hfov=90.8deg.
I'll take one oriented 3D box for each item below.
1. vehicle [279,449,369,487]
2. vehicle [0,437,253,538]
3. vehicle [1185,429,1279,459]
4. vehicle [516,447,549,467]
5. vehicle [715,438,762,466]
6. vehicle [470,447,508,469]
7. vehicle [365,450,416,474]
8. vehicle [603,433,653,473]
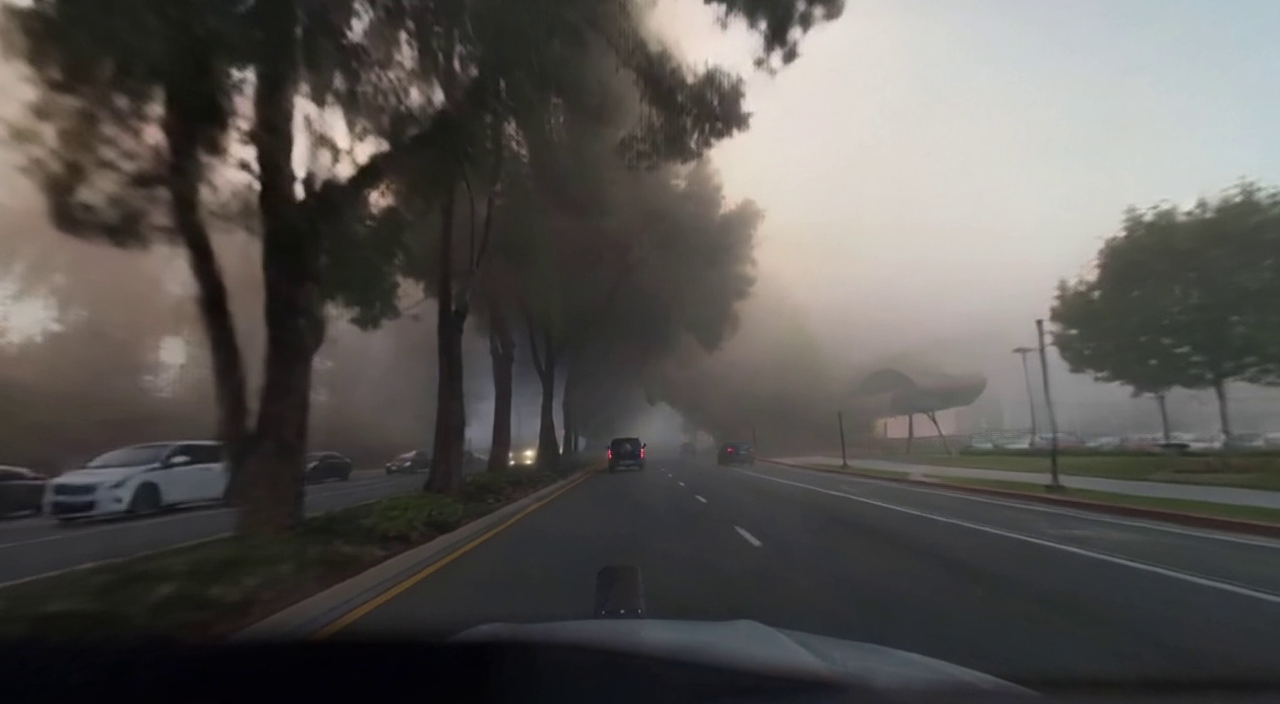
[{"bbox_3d":[-14.800,5.418,29.923,1.950,1.655,4.395,0,-9,0],"label":"vehicle"},{"bbox_3d":[-11.538,2.947,14.676,2.082,1.824,4.840,-2,-7,-1],"label":"vehicle"},{"bbox_3d":[31.542,4.794,33.005,1.743,1.445,4.495,1,-9,-9],"label":"vehicle"},{"bbox_3d":[-8.285,8.120,49.102,1.964,1.478,4.368,0,-9,-2],"label":"vehicle"},{"bbox_3d":[6.764,6.954,44.047,2.364,1.781,4.854,0,-9,-2],"label":"vehicle"},{"bbox_3d":[-11.526,8.089,48.518,1.904,1.622,4.225,0,-9,0],"label":"vehicle"},{"bbox_3d":[-18.710,8.247,47.580,1.980,1.712,4.535,0,-9,1],"label":"vehicle"},{"bbox_3d":[-0.586,5.253,33.086,2.411,1.937,5.186,0,-9,-1],"label":"vehicle"}]
